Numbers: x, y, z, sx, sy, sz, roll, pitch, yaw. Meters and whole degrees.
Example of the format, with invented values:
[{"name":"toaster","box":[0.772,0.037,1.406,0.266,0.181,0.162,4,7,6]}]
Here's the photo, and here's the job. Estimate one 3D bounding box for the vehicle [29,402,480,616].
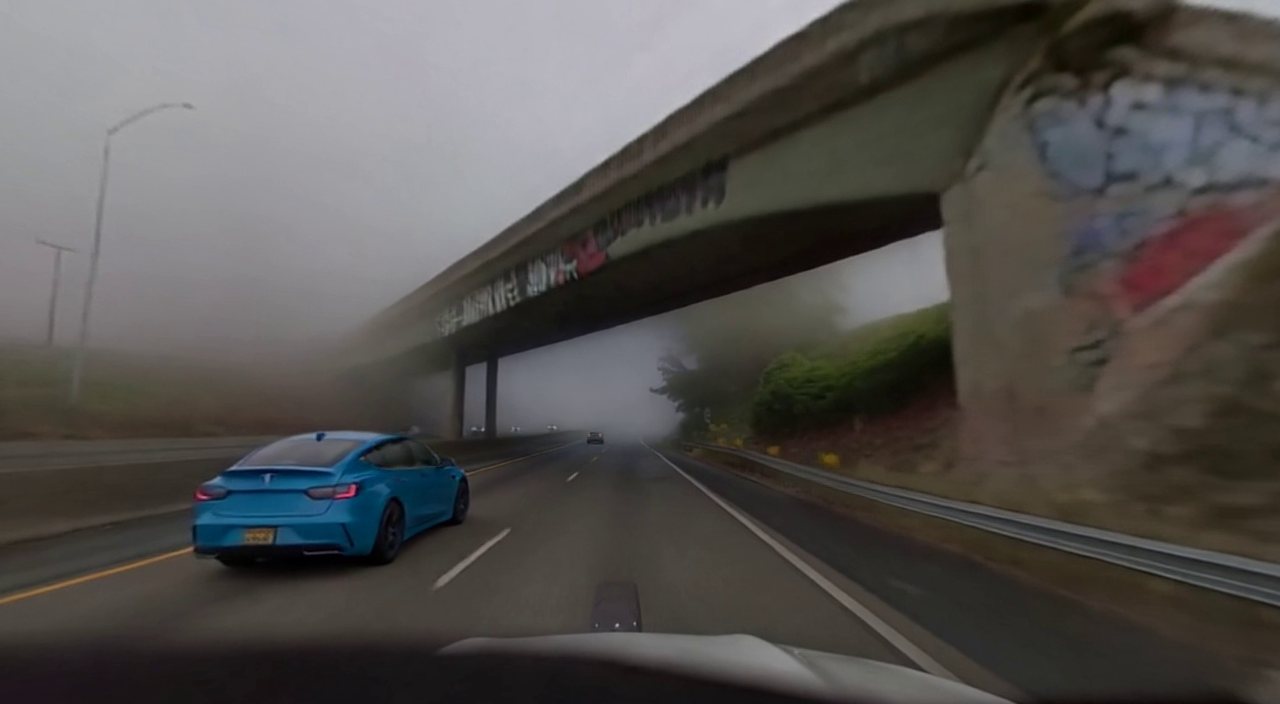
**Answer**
[{"name":"vehicle","box":[-3.405,1.449,6.953,2.108,1.555,4.574,0,-7,-1]}]
